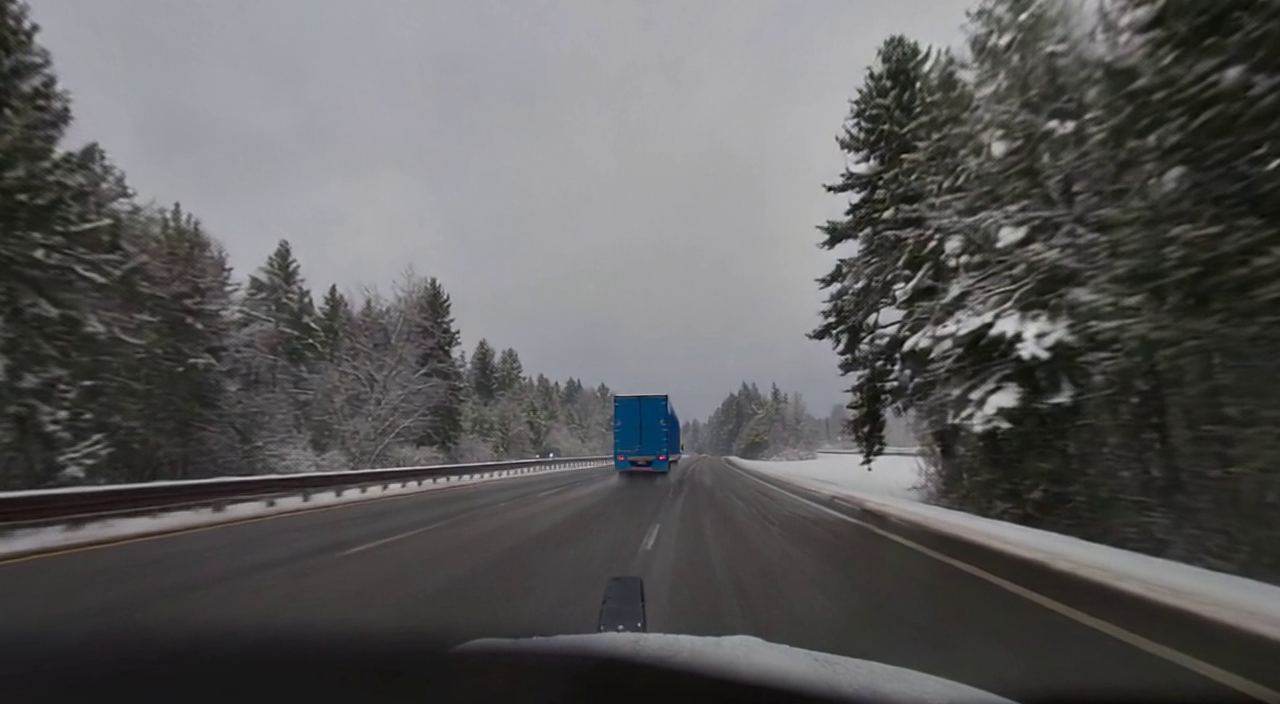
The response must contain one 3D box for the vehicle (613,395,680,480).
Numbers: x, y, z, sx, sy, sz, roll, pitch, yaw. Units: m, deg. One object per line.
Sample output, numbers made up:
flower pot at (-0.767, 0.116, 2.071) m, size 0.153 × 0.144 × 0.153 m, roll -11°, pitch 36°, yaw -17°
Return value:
vehicle at (0.558, 4.659, 33.800) m, size 2.821 × 3.878 × 8.925 m, roll -1°, pitch -9°, yaw 5°
